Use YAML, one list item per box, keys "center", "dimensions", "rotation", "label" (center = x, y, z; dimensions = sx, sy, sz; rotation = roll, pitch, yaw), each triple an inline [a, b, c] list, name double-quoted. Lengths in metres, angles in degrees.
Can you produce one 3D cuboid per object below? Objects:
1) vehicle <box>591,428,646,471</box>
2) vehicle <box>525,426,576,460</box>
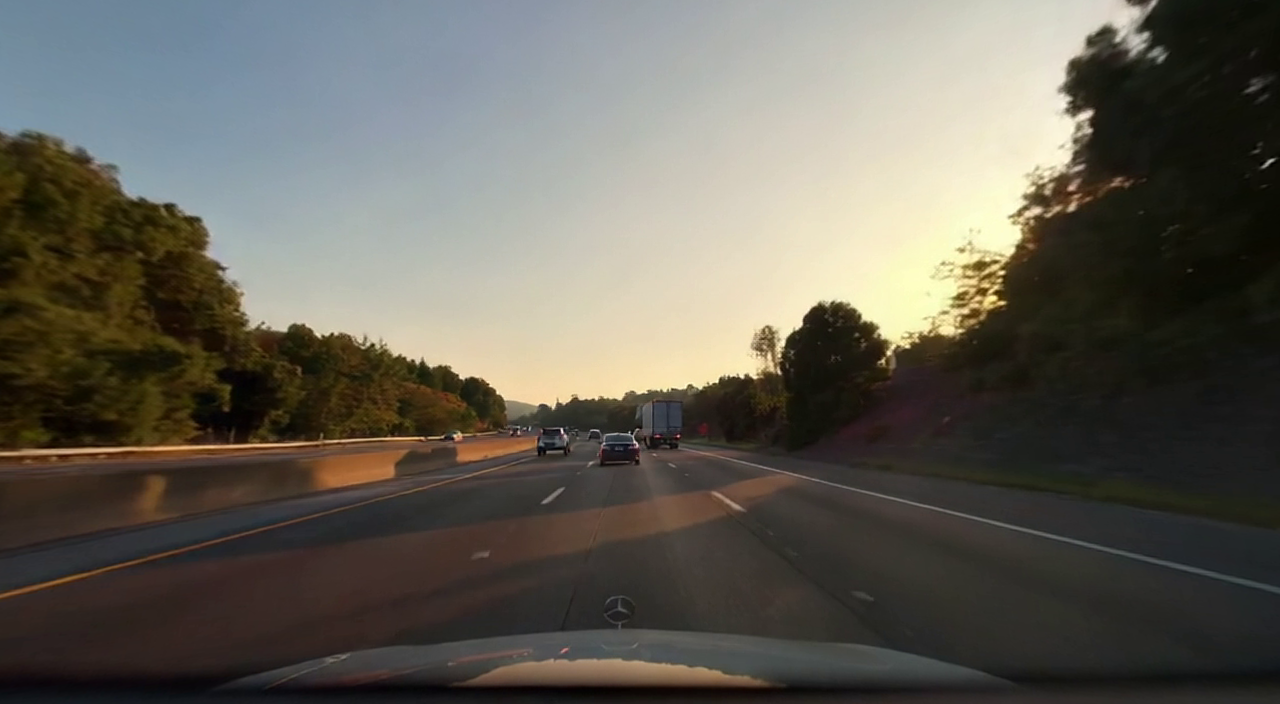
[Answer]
- center: [-0.843, 3.931, 25.538]
  dimensions: [2.048, 1.563, 4.087]
  rotation: [0, -8, -1]
  label: "vehicle"
- center: [-4.980, 5.173, 35.693]
  dimensions: [2.234, 1.773, 5.134]
  rotation: [0, -8, -1]
  label: "vehicle"
